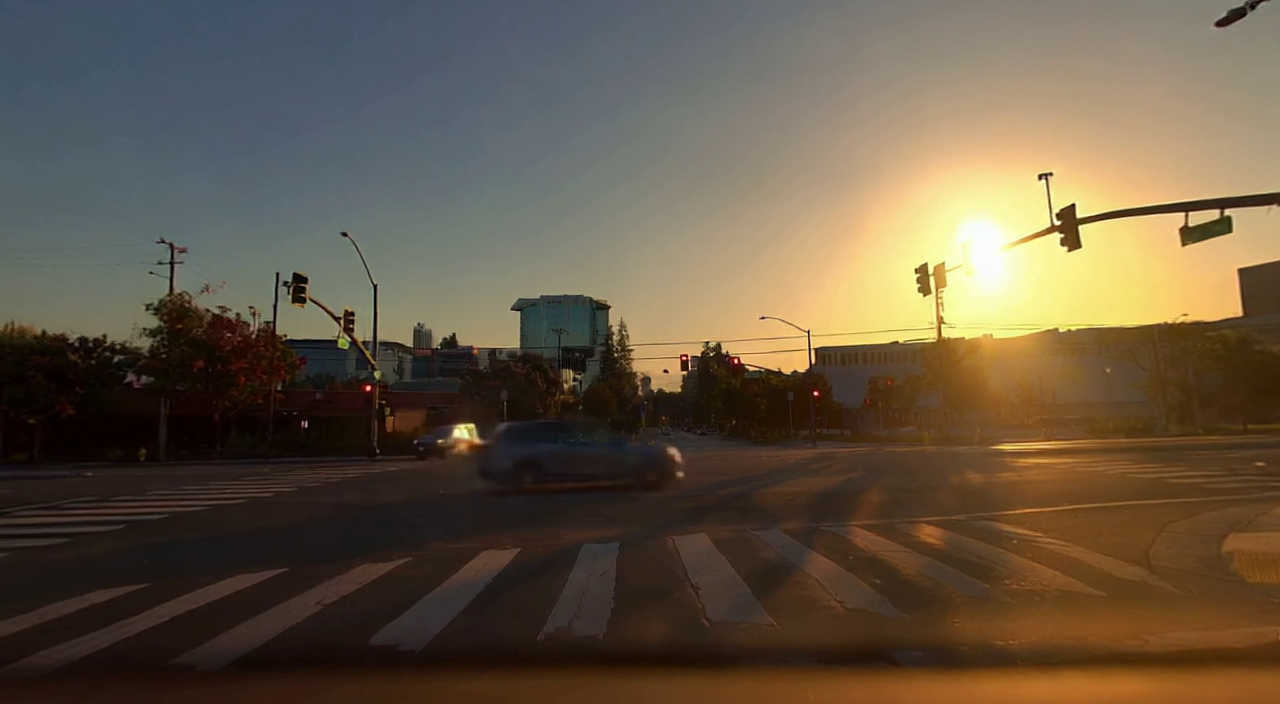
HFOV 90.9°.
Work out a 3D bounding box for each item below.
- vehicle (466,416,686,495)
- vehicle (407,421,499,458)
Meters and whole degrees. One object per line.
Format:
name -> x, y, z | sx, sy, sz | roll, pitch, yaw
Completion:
vehicle -> -1.509, 2.431, 15.025 | 4.854, 1.684, 1.945 | 1, -9, -10
vehicle -> -10.290, 4.912, 35.185 | 2.000, 1.864, 5.044 | -4, -9, 26
